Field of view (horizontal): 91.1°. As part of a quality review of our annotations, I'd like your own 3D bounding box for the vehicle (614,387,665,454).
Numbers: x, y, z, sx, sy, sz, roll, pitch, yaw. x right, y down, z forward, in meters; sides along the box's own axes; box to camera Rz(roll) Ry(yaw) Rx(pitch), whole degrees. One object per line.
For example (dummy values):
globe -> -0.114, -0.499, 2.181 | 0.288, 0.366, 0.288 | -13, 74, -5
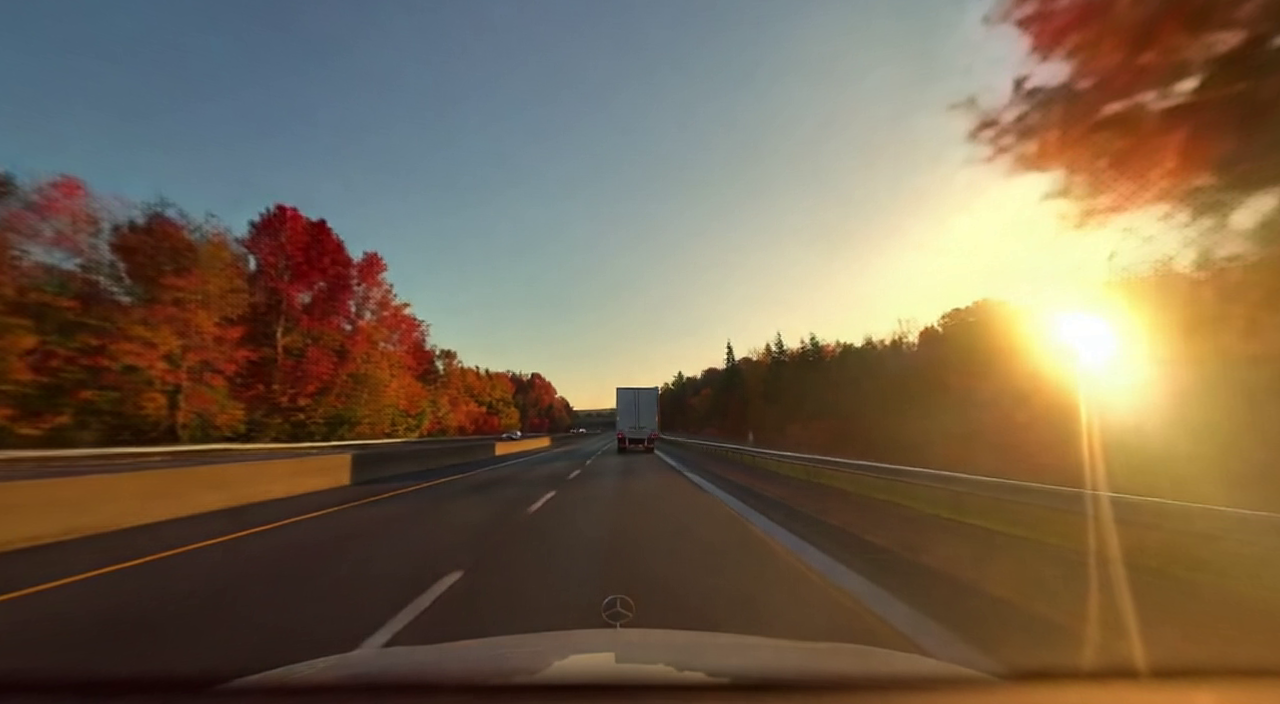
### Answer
vehicle -> -0.193, 4.897, 43.549 | 3.013, 4.016, 11.496 | 0, -8, -2
